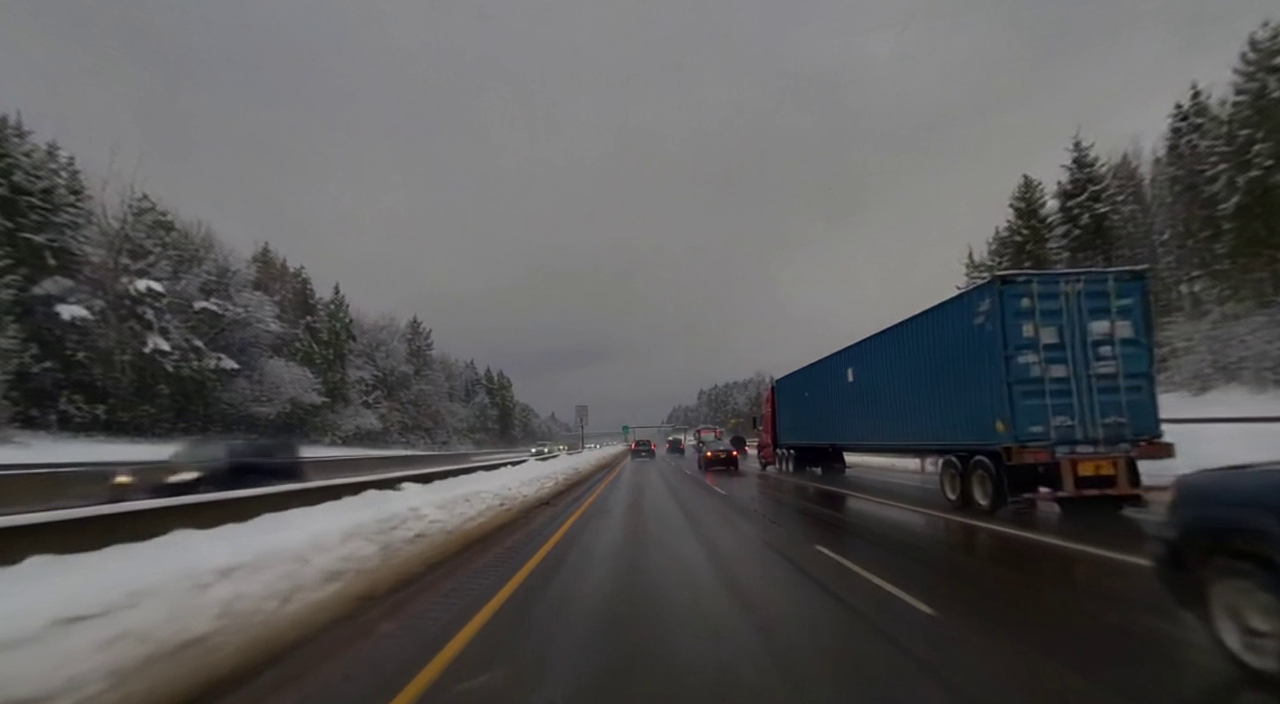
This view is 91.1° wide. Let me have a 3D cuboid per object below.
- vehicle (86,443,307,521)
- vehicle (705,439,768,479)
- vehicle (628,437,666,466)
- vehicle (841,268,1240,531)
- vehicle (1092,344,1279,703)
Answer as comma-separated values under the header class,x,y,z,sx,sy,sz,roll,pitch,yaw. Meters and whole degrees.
class,x,y,z,sx,sy,sz,roll,pitch,yaw
vehicle,-10.300,2.987,15.142,1.986,1.581,4.469,0,-8,1
vehicle,3.924,4.413,26.291,1.888,1.501,4.608,0,-8,0
vehicle,0.475,6.449,40.885,2.313,1.736,4.215,0,-8,1
vehicle,7.466,1.331,14.148,2.784,4.002,9.298,0,-8,0
vehicle,3.774,0.671,1.712,1.972,1.693,4.139,0,-8,0
